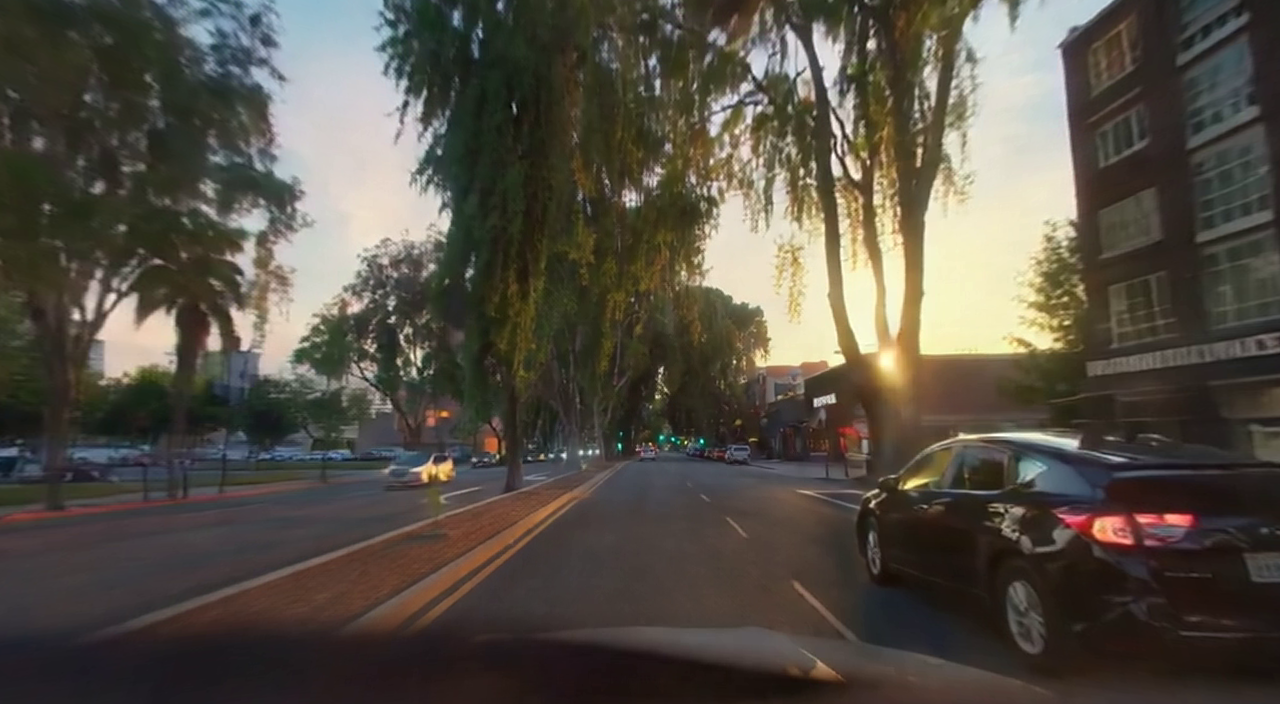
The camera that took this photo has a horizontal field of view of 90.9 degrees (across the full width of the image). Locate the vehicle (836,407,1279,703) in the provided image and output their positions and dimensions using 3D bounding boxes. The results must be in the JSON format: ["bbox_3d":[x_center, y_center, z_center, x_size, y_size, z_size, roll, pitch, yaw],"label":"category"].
[{"bbox_3d":[3.124,1.286,4.703,1.989,1.498,4.050,0,-8,0],"label":"vehicle"}]

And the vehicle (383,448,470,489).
[{"bbox_3d":[-8.383,4.578,25.182,1.922,1.464,4.201,0,-9,1],"label":"vehicle"}]

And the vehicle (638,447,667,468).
[{"bbox_3d":[0.830,7.395,44.258,1.945,1.343,3.827,0,-8,0],"label":"vehicle"}]
